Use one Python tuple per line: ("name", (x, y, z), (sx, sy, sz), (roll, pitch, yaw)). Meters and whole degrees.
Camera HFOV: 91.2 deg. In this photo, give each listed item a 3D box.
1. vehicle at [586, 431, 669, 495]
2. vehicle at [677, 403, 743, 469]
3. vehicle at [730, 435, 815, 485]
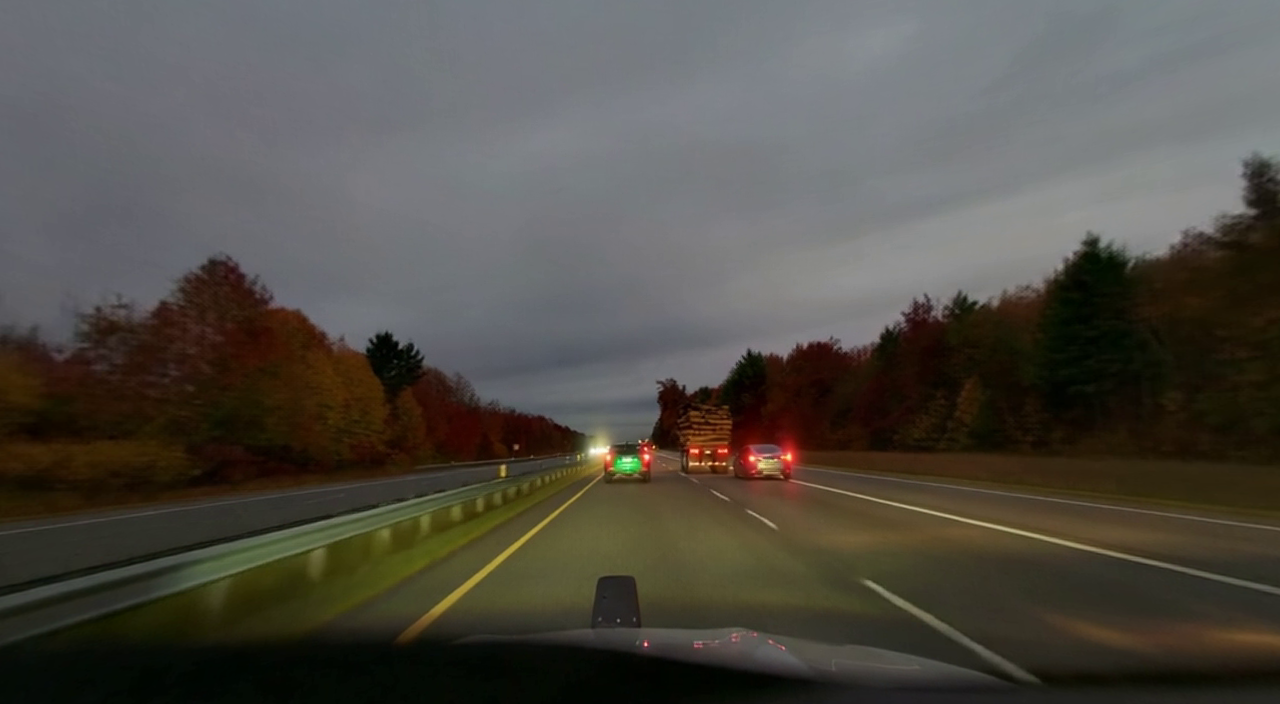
("vehicle", (-0.360, 3.351, 19.199), (2.263, 1.699, 3.936), (0, -9, 0))
("vehicle", (4.446, 5.638, 41.695), (3.125, 3.895, 8.461), (0, -9, -2))
("vehicle", (4.767, 3.966, 23.304), (2.057, 1.660, 4.525), (0, -9, -1))
